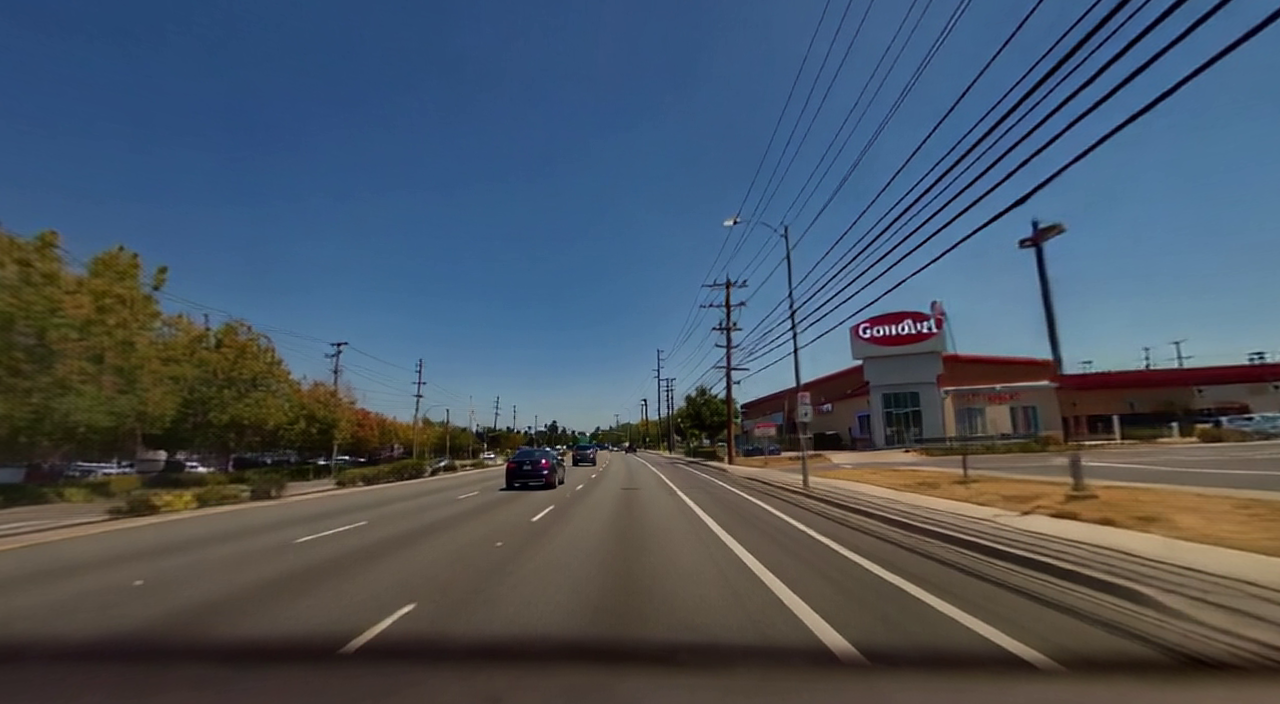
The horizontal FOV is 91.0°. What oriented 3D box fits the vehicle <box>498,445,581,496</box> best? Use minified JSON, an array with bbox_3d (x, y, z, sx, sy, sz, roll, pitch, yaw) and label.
[{"bbox_3d":[-3.136,3.812,20.643,1.942,1.469,4.426,0,-9,1],"label":"vehicle"}]
